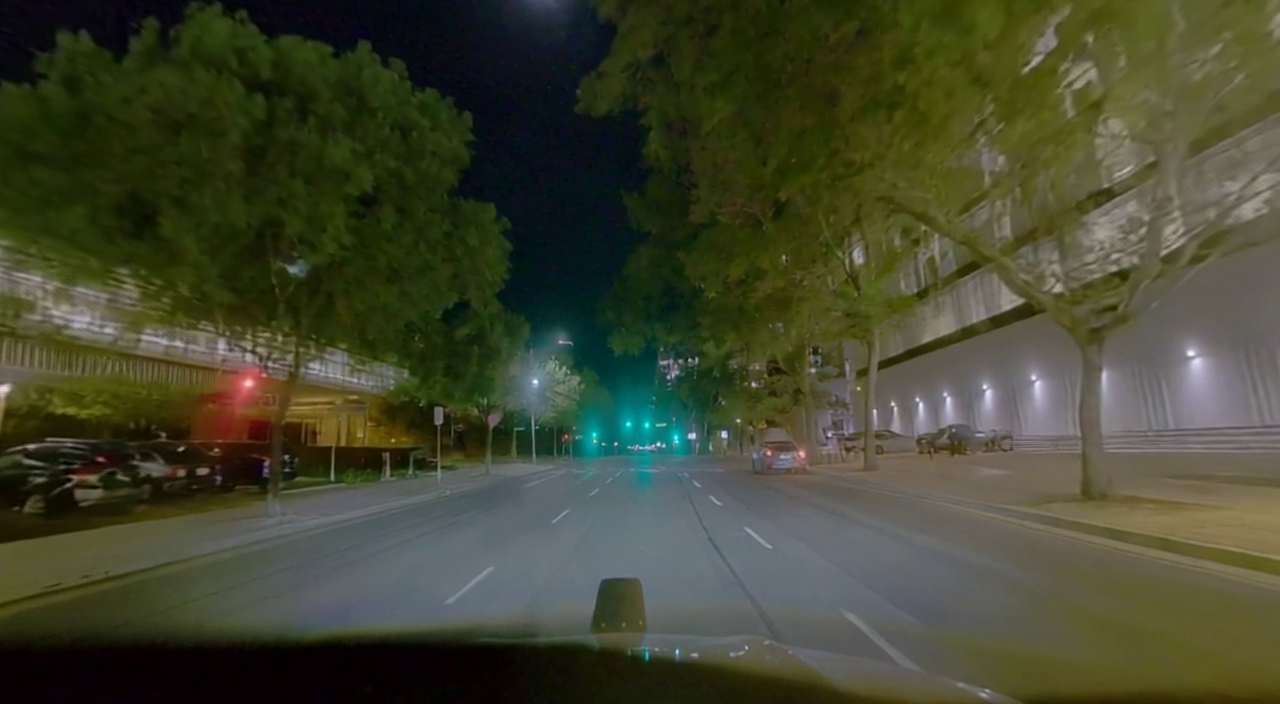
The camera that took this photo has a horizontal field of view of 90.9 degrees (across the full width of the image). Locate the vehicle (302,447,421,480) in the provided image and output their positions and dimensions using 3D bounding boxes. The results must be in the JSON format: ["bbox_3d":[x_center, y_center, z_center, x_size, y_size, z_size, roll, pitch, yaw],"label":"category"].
[{"bbox_3d":[-13.433,5.420,30.654,4.765,1.517,2.182,0,-9,0],"label":"vehicle"}]

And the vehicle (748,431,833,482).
[{"bbox_3d":[6.306,4.456,27.184,2.338,1.942,5.267,0,-9,0],"label":"vehicle"}]

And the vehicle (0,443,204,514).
[{"bbox_3d":[-14.393,3.155,15.954,4.954,1.614,2.227,0,-9,-4],"label":"vehicle"}]

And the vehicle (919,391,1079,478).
[{"bbox_3d":[13.394,3.226,24.212,2.935,2.889,5.499,-1,-9,2],"label":"vehicle"}]
